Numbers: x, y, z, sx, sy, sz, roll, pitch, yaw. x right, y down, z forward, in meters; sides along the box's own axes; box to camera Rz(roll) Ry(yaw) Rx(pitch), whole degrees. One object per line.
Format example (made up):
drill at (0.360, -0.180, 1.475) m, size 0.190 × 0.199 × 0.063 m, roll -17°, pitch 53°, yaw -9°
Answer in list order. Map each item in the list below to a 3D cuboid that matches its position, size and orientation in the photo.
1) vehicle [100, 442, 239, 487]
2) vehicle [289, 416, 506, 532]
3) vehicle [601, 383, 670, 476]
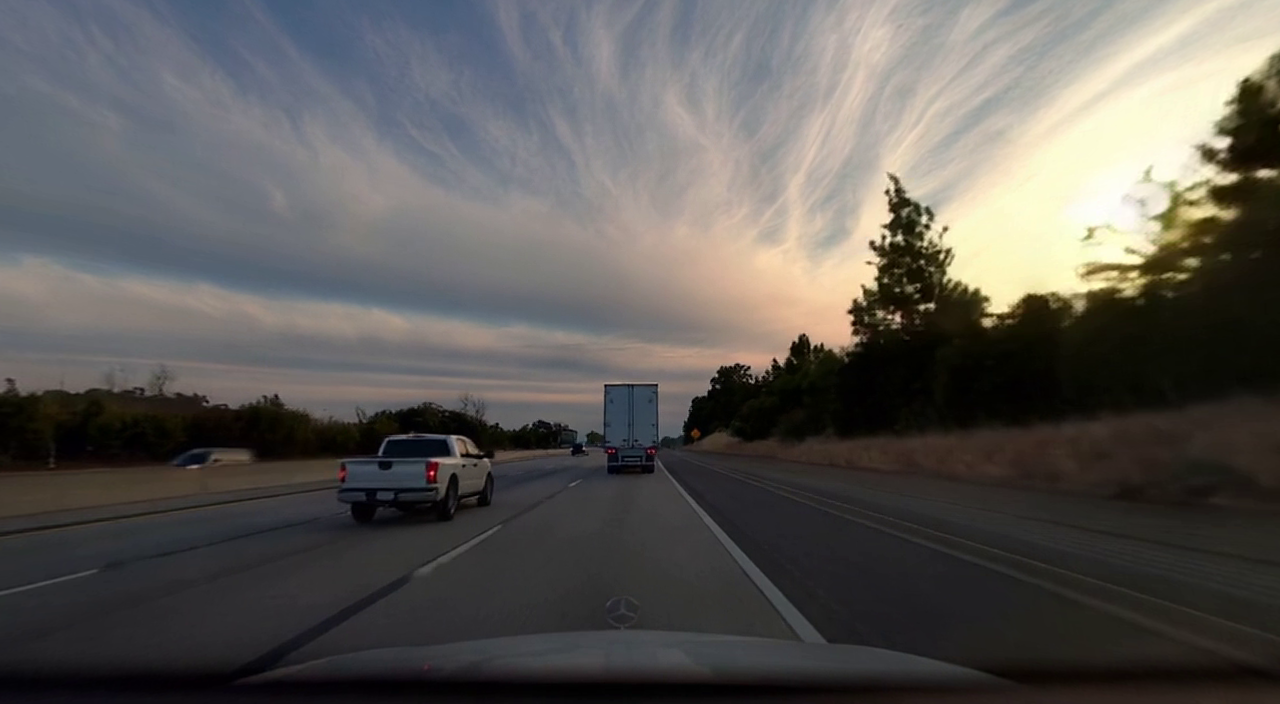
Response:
vehicle at (-22.059, 5.271, 29.927) m, size 2.215 × 1.885 × 5.618 m, roll 0°, pitch -8°, yaw 1°
vehicle at (-4.384, 2.314, 12.554) m, size 2.285 × 1.833 × 4.984 m, roll 0°, pitch -8°, yaw 1°
vehicle at (-0.250, 4.292, 33.771) m, size 3.052 × 4.132 × 11.336 m, roll 0°, pitch -8°, yaw 0°
